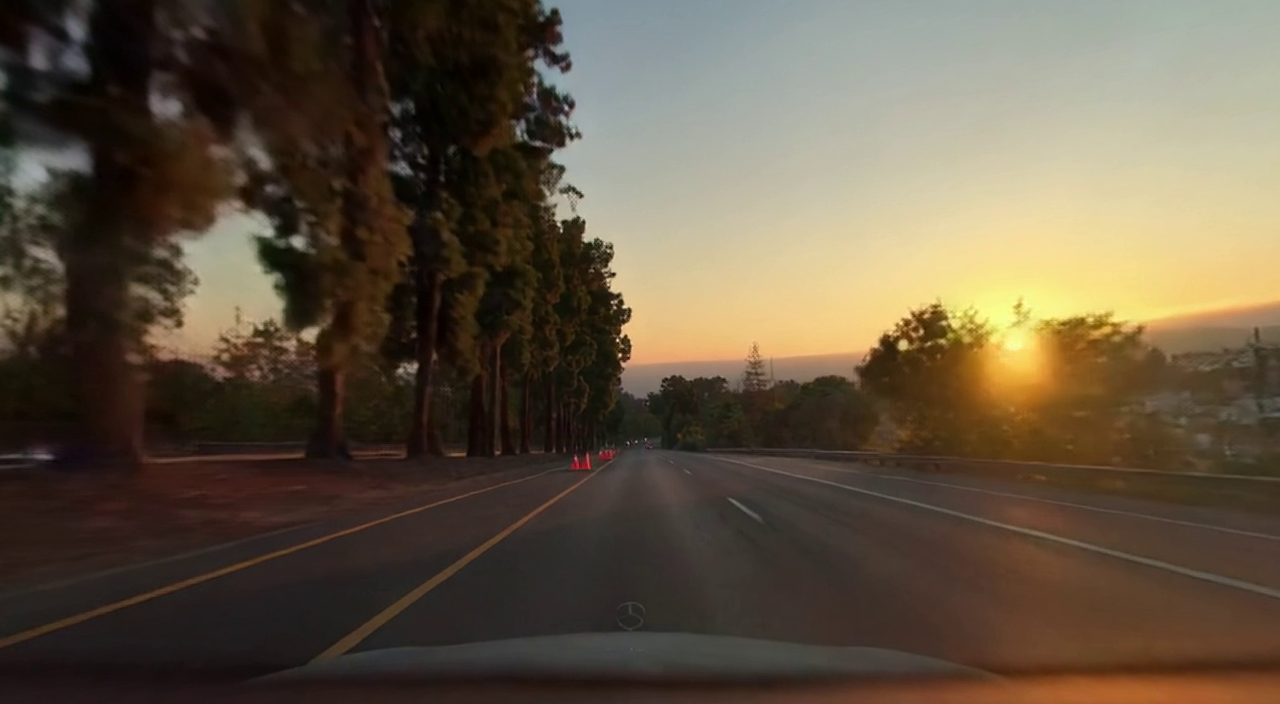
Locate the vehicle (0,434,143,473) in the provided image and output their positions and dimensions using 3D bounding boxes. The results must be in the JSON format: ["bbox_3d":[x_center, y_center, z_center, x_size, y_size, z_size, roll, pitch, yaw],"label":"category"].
[{"bbox_3d":[-23.894,4.276,26.692,1.883,1.506,4.574,0,-8,0],"label":"vehicle"}]
